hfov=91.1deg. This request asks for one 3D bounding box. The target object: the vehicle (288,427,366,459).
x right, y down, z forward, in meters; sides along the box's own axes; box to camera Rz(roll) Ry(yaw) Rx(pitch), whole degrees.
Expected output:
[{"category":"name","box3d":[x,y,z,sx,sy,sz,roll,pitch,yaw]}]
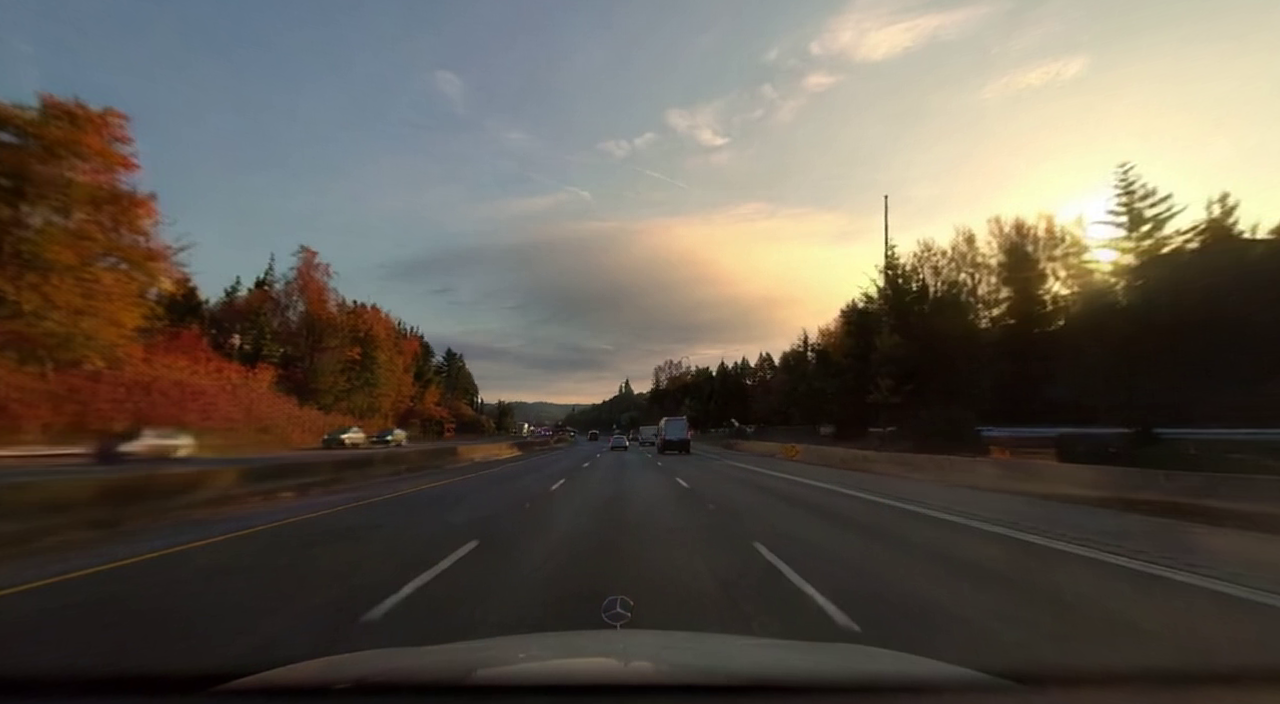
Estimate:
[{"category":"vehicle","box3d":[-15.980,4.656,32.403,1.795,1.503,4.527,0,-8,-2]}]

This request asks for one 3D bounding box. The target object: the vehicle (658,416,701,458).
[{"category":"vehicle","box3d":[2.556,5.716,42.310,2.411,2.614,5.781,0,-8,-1]}]

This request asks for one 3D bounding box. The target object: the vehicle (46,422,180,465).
[{"category":"vehicle","box3d":[-20.119,3.509,24.251,1.800,1.486,3.963,0,-8,-1]}]
